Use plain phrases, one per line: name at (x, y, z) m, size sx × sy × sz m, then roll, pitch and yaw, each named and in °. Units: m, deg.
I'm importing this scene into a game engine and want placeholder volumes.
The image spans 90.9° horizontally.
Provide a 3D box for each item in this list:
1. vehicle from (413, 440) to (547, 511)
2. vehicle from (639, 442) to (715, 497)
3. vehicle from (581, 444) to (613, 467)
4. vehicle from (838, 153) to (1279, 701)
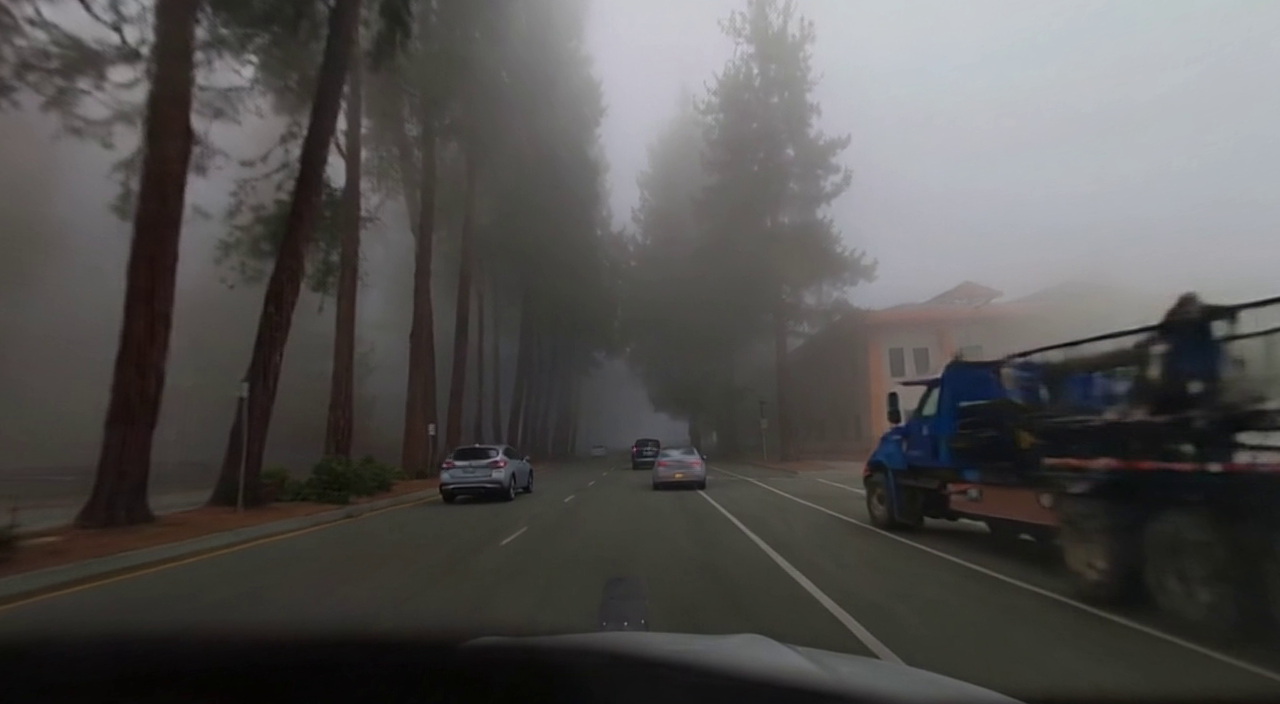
vehicle at (-3.829, 3.043, 16.097) m, size 2.003 × 1.507 × 4.808 m, roll 0°, pitch -9°, yaw 2°
vehicle at (1.154, 3.543, 19.377) m, size 2.086 × 1.466 × 4.026 m, roll -1°, pitch -9°, yaw 4°
vehicle at (-3.206, 7.892, 48.167) m, size 2.062 × 1.641 × 4.193 m, roll 0°, pitch -9°, yaw 2°
vehicle at (5.391, 0.980, 7.551) m, size 3.089 × 3.258 × 8.841 m, roll 0°, pitch -8°, yaw 0°
